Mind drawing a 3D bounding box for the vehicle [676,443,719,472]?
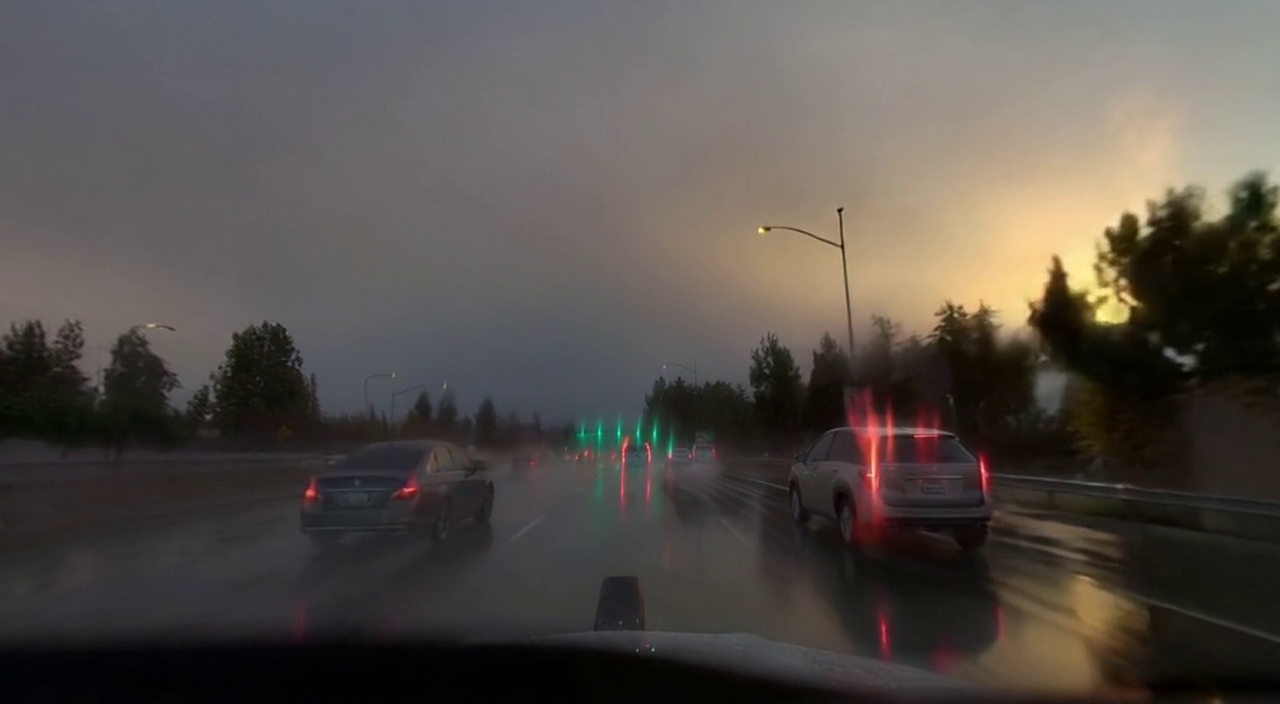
[{"bbox_3d":[3.615,6.767,40.650,2.320,1.735,4.408,0,-8,0],"label":"vehicle"}]

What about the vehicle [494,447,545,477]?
[{"bbox_3d":[-6.717,6.179,35.736,1.980,1.519,4.147,0,-8,2],"label":"vehicle"}]

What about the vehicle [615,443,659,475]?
[{"bbox_3d":[-0.167,6.153,36.663,2.408,1.748,4.217,0,-8,0],"label":"vehicle"}]

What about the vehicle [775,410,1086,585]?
[{"bbox_3d":[3.385,1.779,8.624,2.029,1.716,4.545,0,-8,-1],"label":"vehicle"}]

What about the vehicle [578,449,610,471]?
[{"bbox_3d":[-3.377,8.025,47.041,1.968,1.473,4.209,0,-8,2],"label":"vehicle"}]

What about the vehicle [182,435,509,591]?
[{"bbox_3d":[-3.407,1.940,8.674,2.130,1.514,4.766,0,-8,1],"label":"vehicle"}]
